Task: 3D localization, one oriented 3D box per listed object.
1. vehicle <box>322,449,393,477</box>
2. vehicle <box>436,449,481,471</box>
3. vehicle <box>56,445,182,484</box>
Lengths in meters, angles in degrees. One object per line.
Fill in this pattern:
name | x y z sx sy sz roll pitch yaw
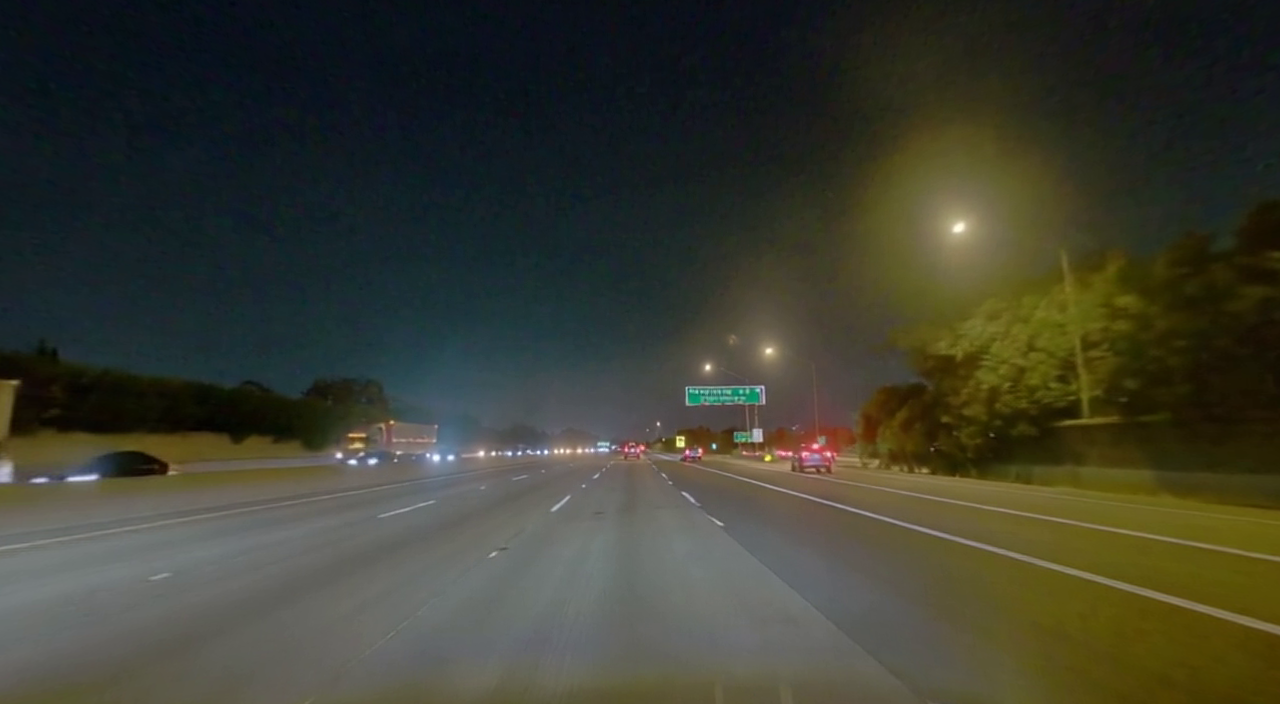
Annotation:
vehicle | -16.093 6.339 36.263 1.929 1.459 4.504 0 -9 0
vehicle | -13.264 7.889 46.366 1.985 1.447 4.438 0 -9 0
vehicle | -24.658 5.301 30.188 1.911 1.685 4.614 -1 -9 3
